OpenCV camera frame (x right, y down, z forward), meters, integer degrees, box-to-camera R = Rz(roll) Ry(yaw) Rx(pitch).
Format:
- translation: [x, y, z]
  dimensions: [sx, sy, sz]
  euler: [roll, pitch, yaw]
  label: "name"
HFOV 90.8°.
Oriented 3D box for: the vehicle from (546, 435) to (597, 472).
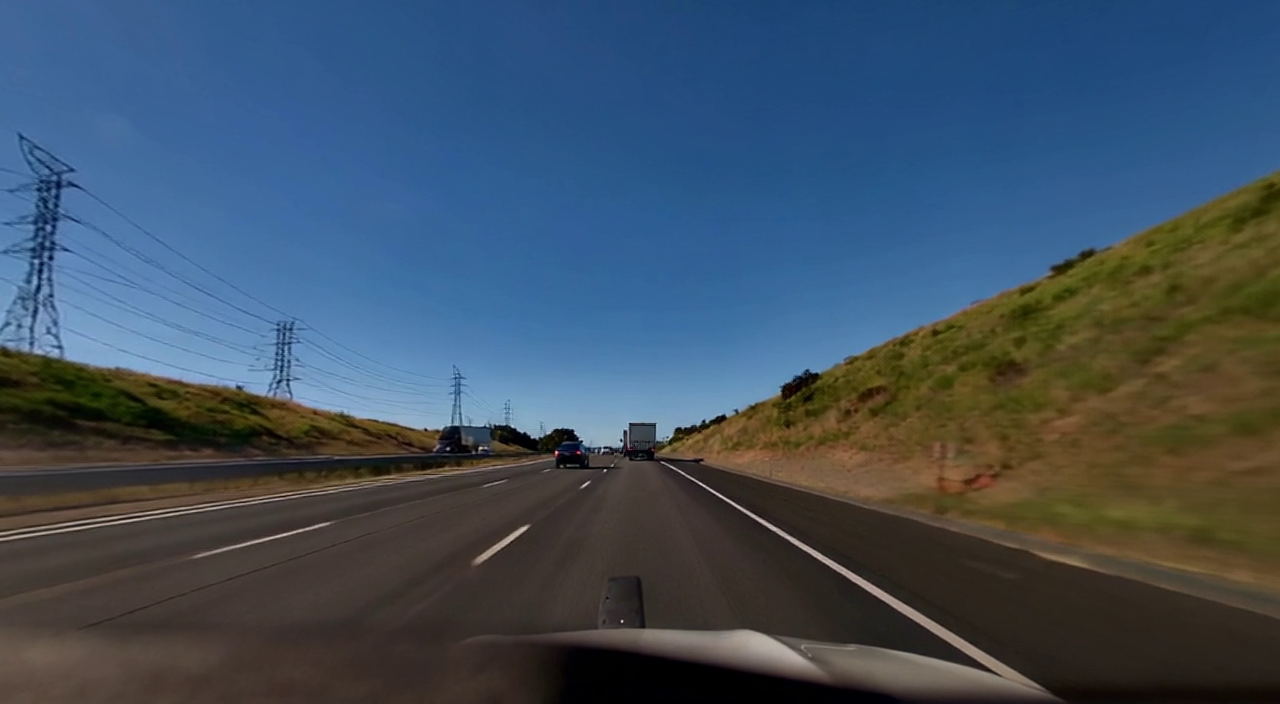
- translation: [-3.748, 5.684, 35.437]
  dimensions: [2.207, 1.949, 4.911]
  euler: [0, -9, 1]
  label: "vehicle"
